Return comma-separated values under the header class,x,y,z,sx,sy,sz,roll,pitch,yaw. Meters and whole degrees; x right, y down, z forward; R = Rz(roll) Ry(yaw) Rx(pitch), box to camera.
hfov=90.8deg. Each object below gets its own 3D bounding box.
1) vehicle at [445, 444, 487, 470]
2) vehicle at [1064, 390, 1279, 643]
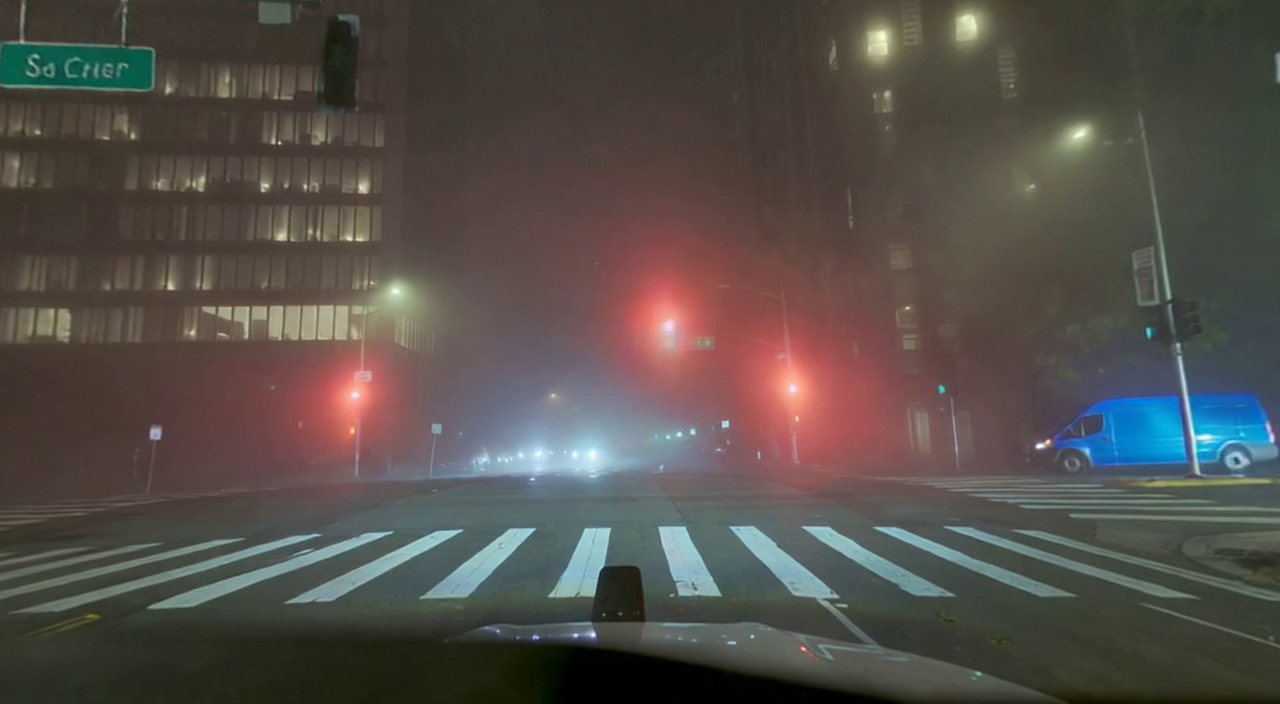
class,x,y,z,sx,sy,sz,roll,pitch,yaw
vehicle,-12.448,7.509,45.380,1.935,1.639,4.244,-3,-8,-2
vehicle,5.648,1.138,4.251,2.070,1.804,4.881,0,-8,-1
